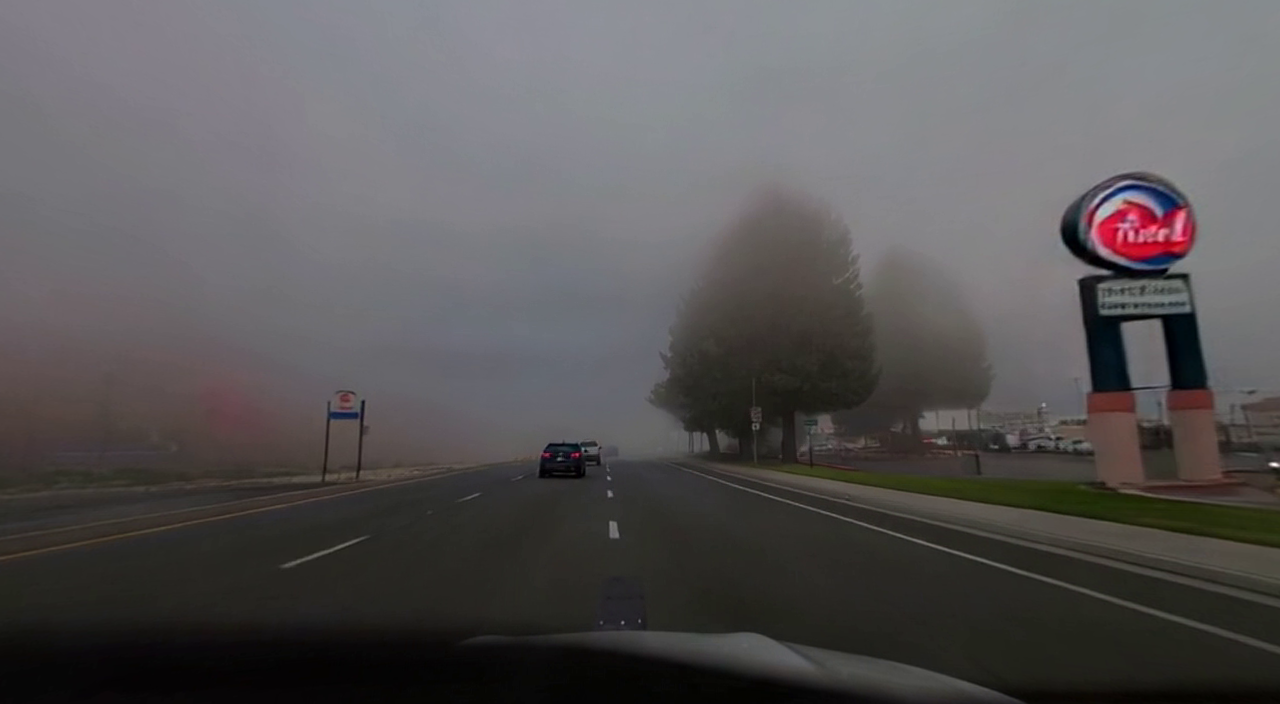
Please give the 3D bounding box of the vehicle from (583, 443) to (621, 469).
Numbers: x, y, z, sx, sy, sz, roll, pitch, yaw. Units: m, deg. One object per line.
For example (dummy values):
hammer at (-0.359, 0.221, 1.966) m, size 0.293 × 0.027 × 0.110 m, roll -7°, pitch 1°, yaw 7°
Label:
vehicle at (-2.334, 6.174, 37.423) m, size 2.113 × 1.446 × 4.309 m, roll 1°, pitch -8°, yaw -5°

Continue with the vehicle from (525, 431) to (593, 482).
vehicle at (-3.199, 4.267, 26.006) m, size 2.222 × 1.899 × 5.006 m, roll 0°, pitch -8°, yaw -1°
